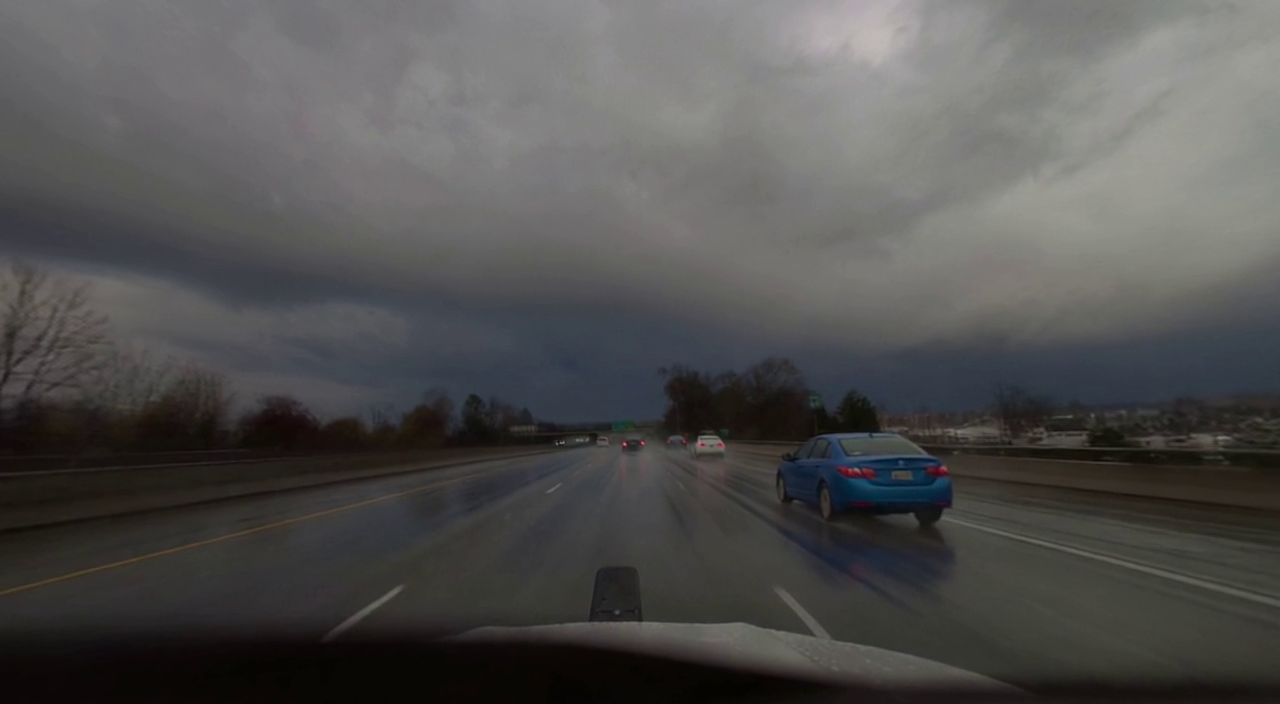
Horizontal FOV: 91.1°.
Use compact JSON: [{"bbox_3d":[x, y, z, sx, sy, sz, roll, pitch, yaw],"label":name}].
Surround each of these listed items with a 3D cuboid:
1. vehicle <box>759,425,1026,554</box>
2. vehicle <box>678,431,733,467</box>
[{"bbox_3d":[3.401,1.922,9.710,2.056,1.479,4.660,0,-8,-2],"label":"vehicle"},{"bbox_3d":[3.176,4.786,31.319,2.098,1.677,4.275,0,-8,-2],"label":"vehicle"}]
